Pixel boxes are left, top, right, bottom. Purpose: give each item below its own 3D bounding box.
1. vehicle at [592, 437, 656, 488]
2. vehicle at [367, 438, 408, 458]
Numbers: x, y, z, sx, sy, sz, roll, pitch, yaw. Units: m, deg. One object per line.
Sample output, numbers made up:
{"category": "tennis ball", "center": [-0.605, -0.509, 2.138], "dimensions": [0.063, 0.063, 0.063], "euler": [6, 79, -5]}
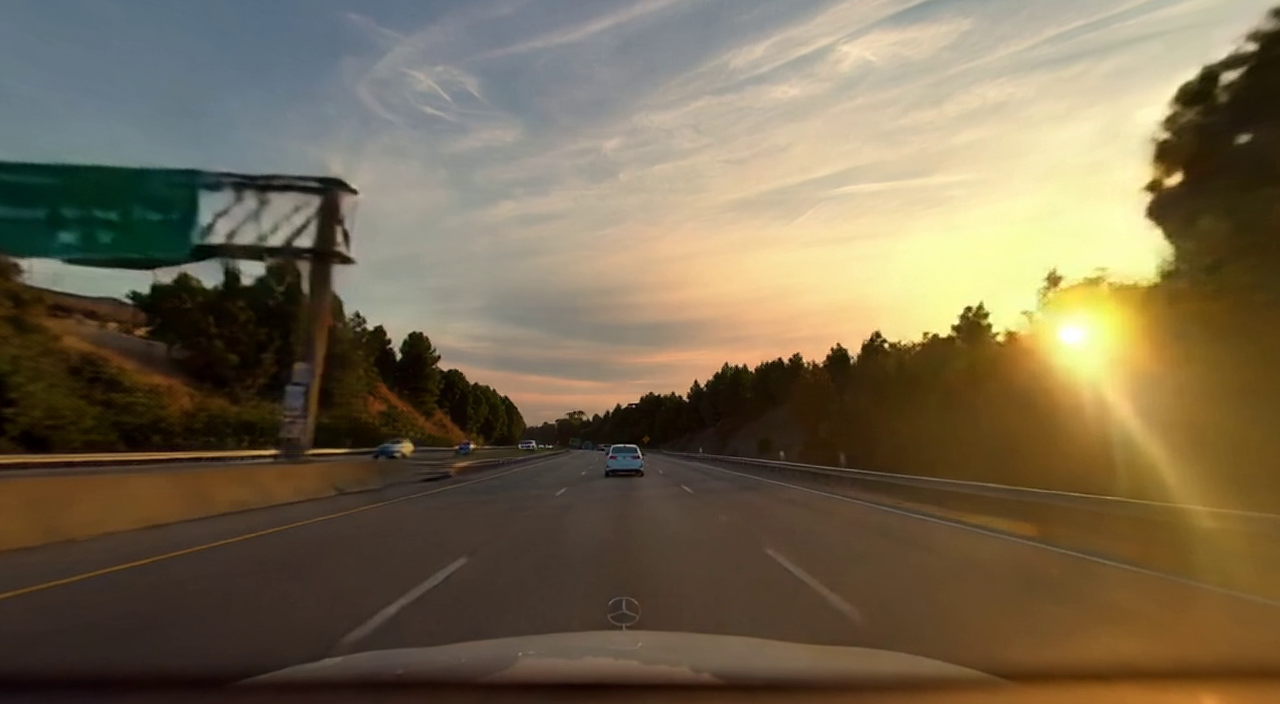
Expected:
{"category": "vehicle", "center": [-0.576, 3.786, 21.920], "dimensions": [2.011, 1.590, 3.607], "euler": [0, -9, -2]}
{"category": "vehicle", "center": [-18.890, 7.215, 47.348], "dimensions": [1.714, 1.482, 3.643], "euler": [0, -9, -3]}
